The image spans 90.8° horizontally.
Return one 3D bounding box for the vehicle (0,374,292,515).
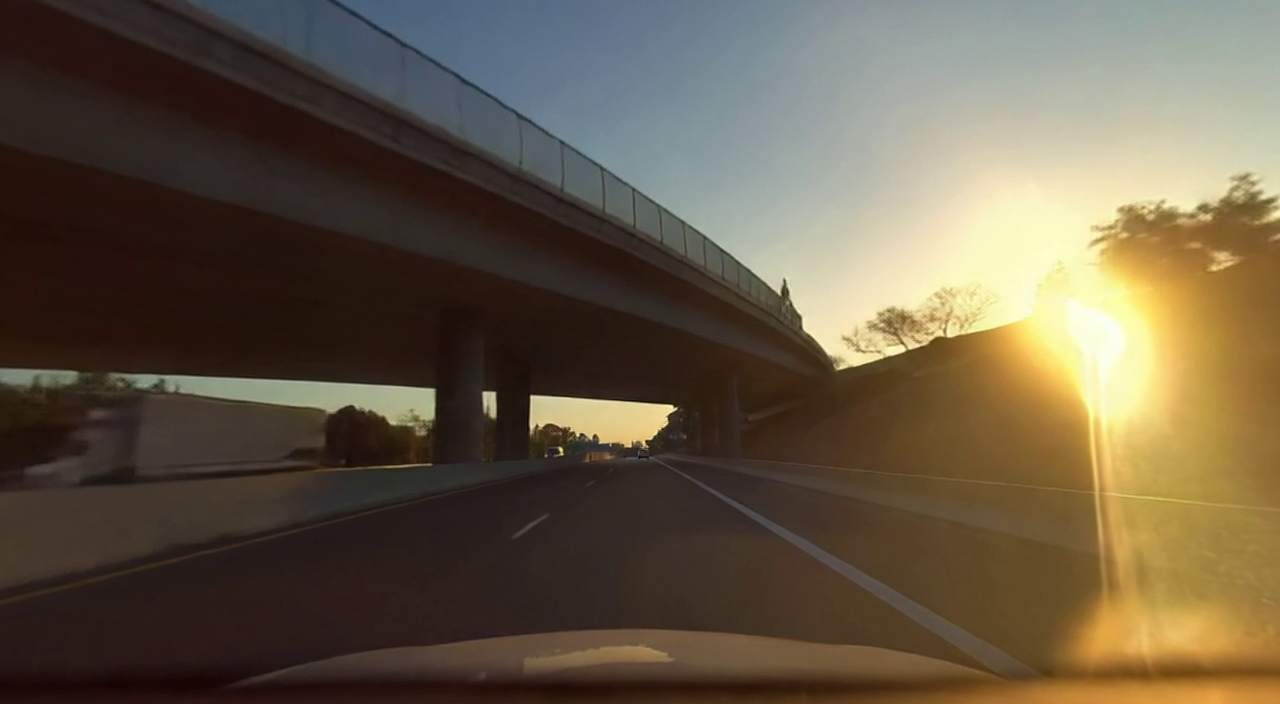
[{"bbox_3d":[-16.276,3.224,21.809,2.929,3.767,9.589,0,-9,0],"label":"vehicle"}]
